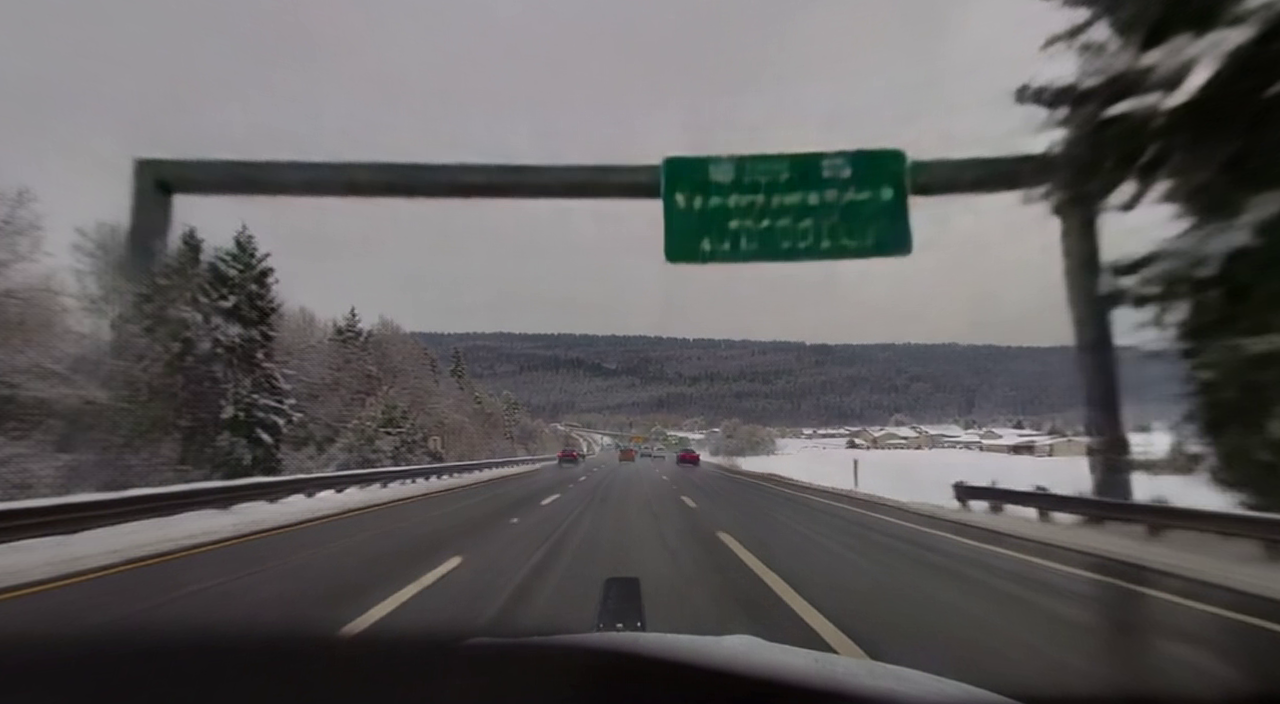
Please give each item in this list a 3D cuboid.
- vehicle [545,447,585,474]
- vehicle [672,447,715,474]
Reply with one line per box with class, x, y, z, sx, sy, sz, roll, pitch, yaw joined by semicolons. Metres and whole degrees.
vehicle;-4.410;6.424;37.472;1.955;1.468;3.637;0;-9;0
vehicle;3.079;6.377;37.231;2.019;1.475;4.301;0;-9;-2
